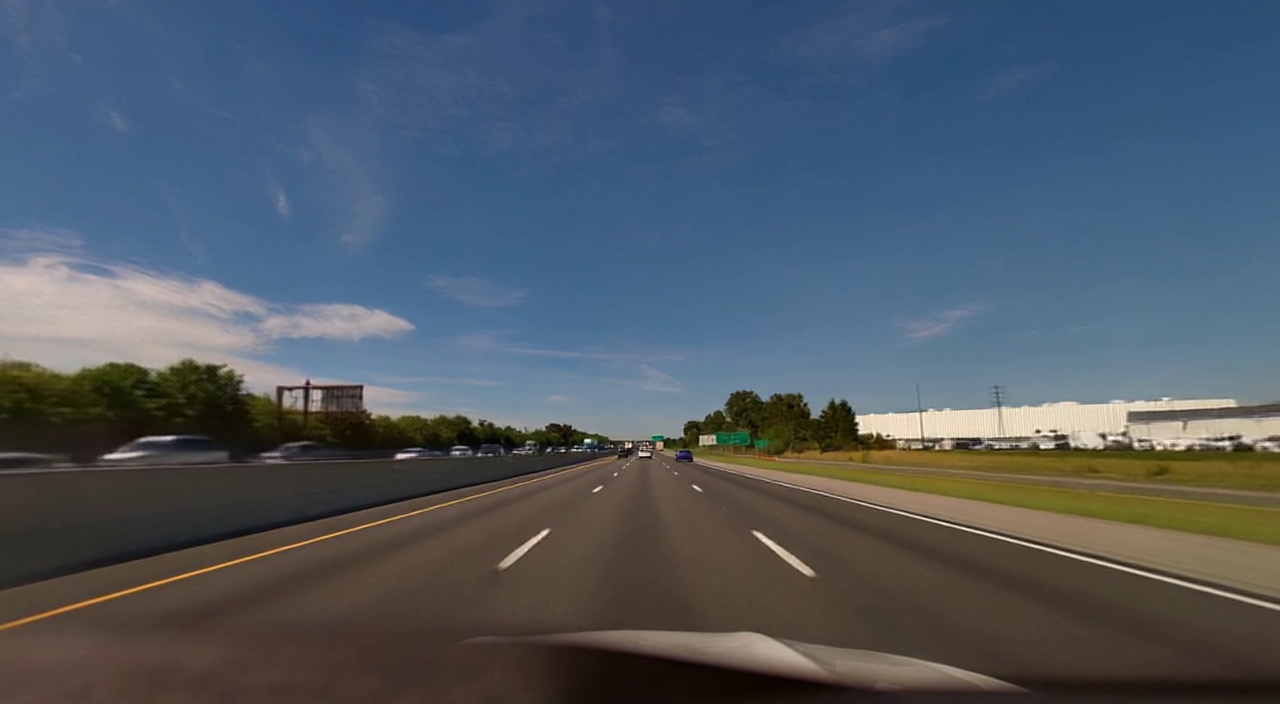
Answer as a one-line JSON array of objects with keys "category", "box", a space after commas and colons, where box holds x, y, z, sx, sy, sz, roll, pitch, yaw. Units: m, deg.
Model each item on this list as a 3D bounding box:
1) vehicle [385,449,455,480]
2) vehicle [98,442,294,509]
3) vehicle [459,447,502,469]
[{"category": "vehicle", "box": [-11.089, 5.673, 32.062, 1.920, 1.428, 4.416, 0, -9, 1]}, {"category": "vehicle", "box": [-10.936, 3.045, 15.989, 1.930, 1.455, 4.135, 0, -9, 1]}, {"category": "vehicle", "box": [-11.821, 7.851, 46.941, 2.035, 1.512, 4.336, -1, -9, 1]}]
